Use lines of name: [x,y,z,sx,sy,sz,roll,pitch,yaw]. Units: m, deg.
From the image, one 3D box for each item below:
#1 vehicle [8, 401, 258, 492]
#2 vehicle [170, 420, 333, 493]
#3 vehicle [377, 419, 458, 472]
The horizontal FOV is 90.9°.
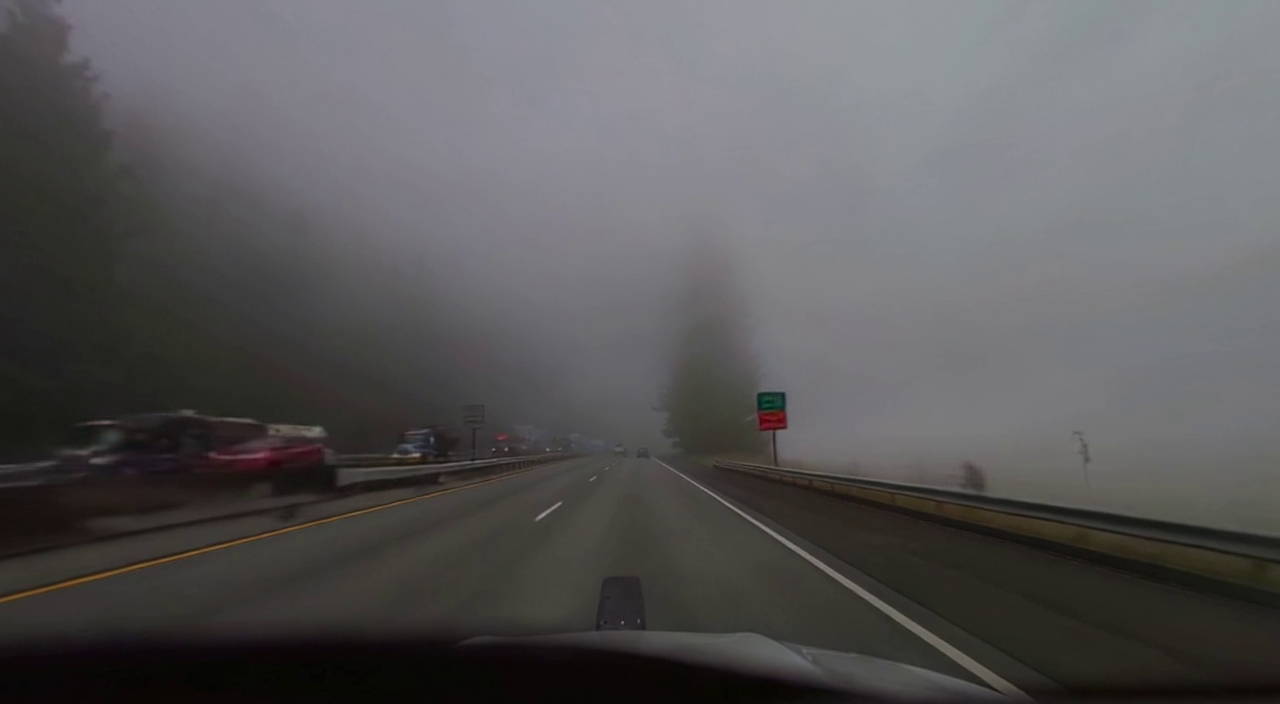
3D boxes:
vehicle: [-16.880,3.313,21.947,2.499,2.572,7.618,1,-9,-2]
vehicle: [-12.274,3.361,20.444,2.164,2.078,4.841,0,-9,0]
vehicle: [-12.888,5.511,37.059,2.518,2.799,5.948,0,-9,0]
